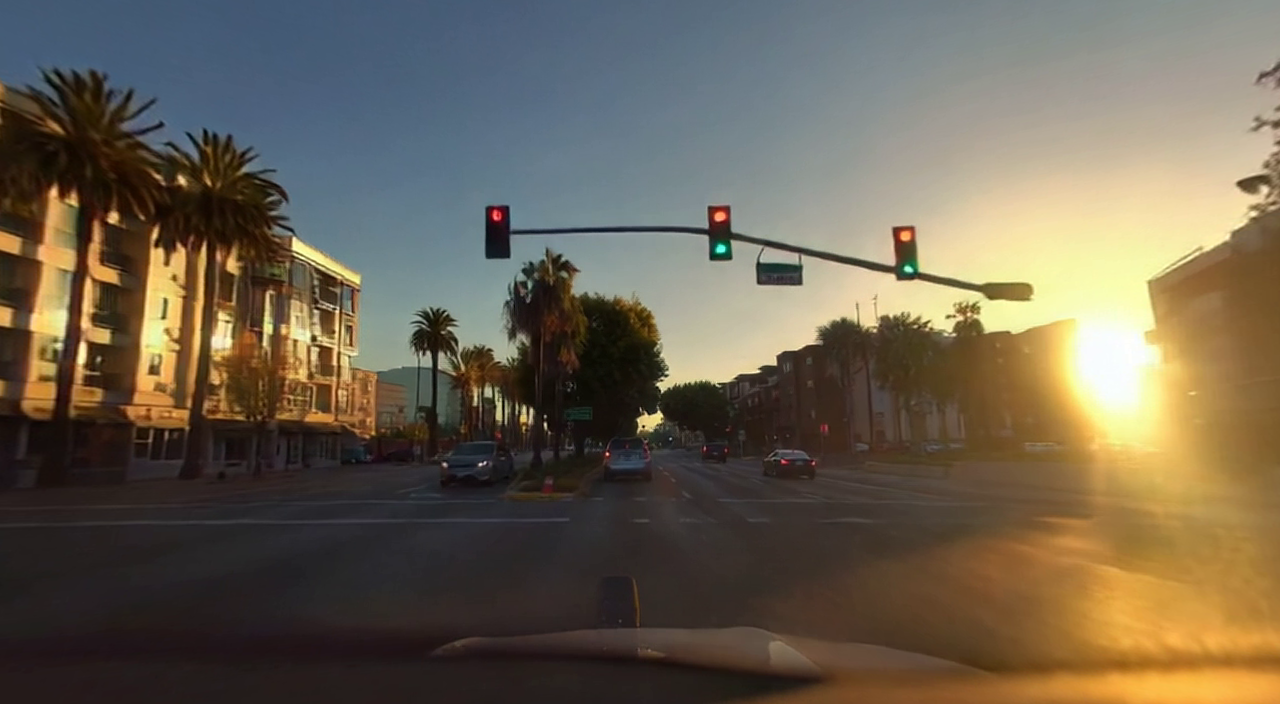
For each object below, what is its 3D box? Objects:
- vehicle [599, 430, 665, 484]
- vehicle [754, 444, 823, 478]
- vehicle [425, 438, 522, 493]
[{"bbox_3d":[-0.284,3.937,23.821,2.277,1.816,4.192,0,-8,0],"label":"vehicle"},{"bbox_3d":[6.822,5.056,29.519,1.975,1.483,4.769,0,-8,-1],"label":"vehicle"},{"bbox_3d":[-5.255,3.596,20.420,2.028,1.489,4.386,-3,-8,-1],"label":"vehicle"}]
